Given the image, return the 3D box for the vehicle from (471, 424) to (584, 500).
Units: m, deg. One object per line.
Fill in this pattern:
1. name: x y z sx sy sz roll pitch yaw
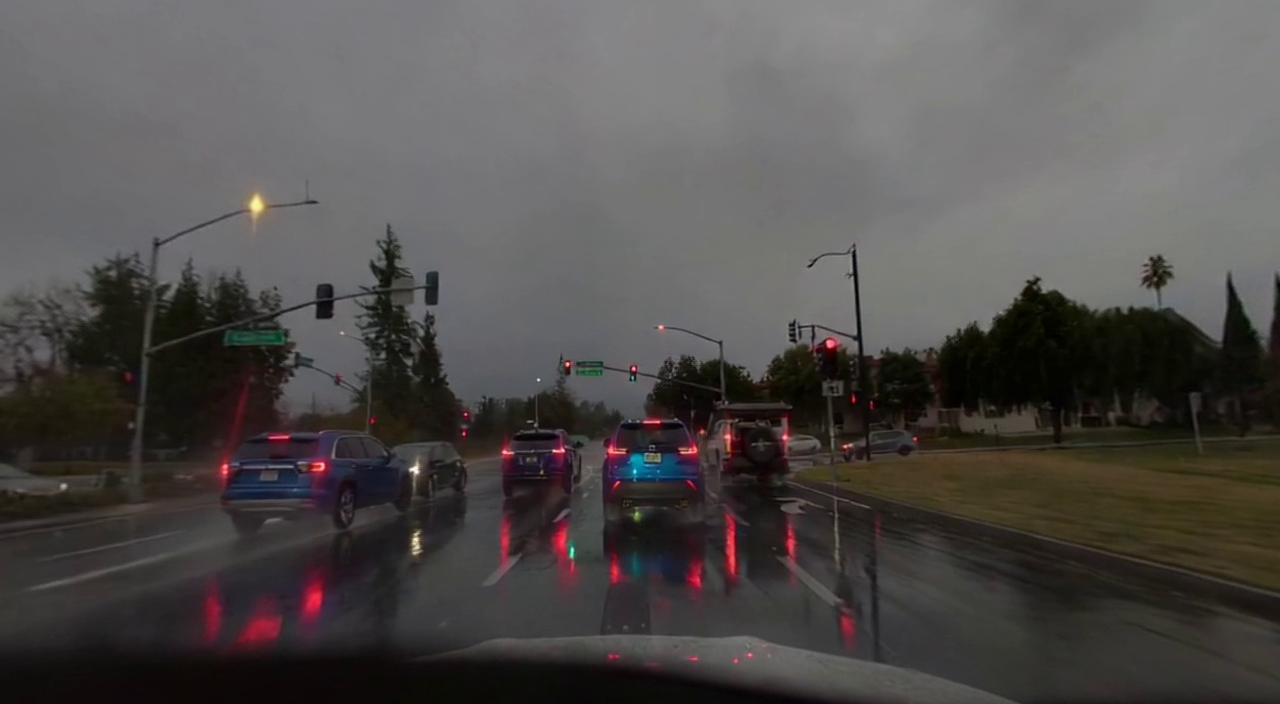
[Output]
1. vehicle: -2.704 2.780 16.296 2.058 1.659 4.514 0 -8 0

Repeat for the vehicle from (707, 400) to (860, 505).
1. vehicle: 3.159 2.422 15.421 2.338 2.063 5.672 0 -9 0

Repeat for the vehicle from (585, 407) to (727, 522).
1. vehicle: 0.231 2.091 12.116 2.235 1.778 4.178 0 -9 0

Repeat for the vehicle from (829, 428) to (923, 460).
1. vehicle: 14.431 5.630 38.744 4.983 1.560 1.841 -4 -8 0

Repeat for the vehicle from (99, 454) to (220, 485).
1. vehicle: -23.970 5.870 31.589 4.383 1.456 1.999 0 -9 -1

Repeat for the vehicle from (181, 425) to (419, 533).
1. vehicle: -6.113 2.319 12.131 2.052 1.664 4.476 0 -8 0

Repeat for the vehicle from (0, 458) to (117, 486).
1. vehicle: -32.039 6.617 34.816 4.554 1.449 1.949 0 -8 0
